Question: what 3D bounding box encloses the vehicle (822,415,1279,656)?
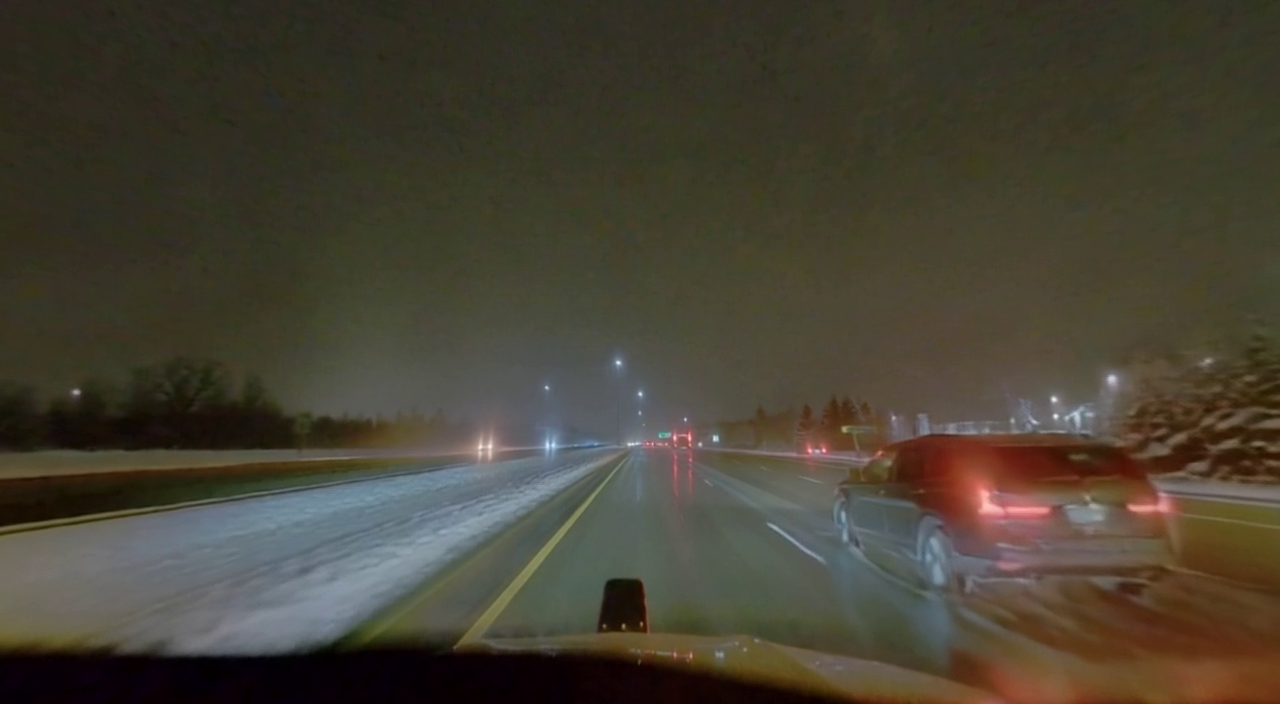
[{"bbox_3d":[3.510,1.466,6.224,2.091,1.482,4.522,0,-8,0],"label":"vehicle"}]
